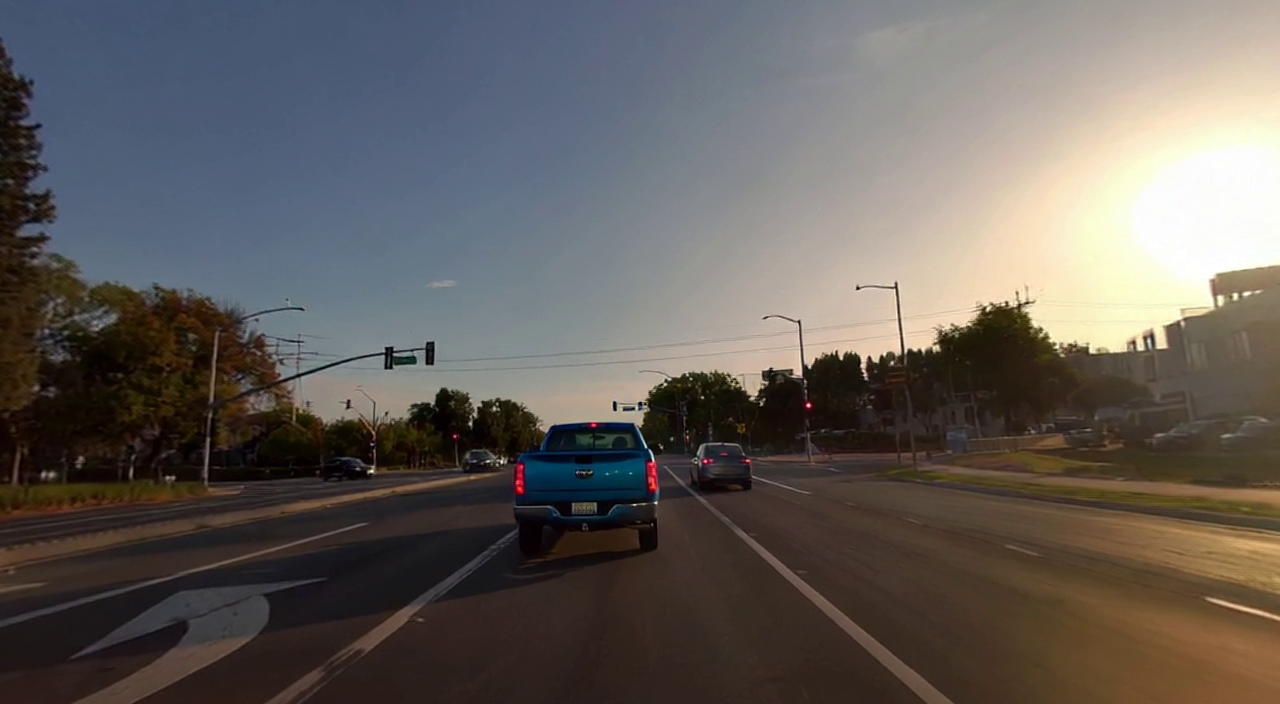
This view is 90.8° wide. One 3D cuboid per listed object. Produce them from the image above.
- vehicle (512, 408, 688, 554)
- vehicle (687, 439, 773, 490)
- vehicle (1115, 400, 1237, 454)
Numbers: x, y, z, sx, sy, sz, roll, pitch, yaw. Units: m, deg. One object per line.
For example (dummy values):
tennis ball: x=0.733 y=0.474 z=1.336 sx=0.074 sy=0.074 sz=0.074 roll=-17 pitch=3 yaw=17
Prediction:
vehicle: x=-0.500 y=1.927 z=10.153 sx=2.145 sy=1.762 sz=4.731 roll=0 pitch=-9 yaw=0
vehicle: x=2.811 y=3.635 z=20.818 sx=2.073 sy=1.484 sz=4.437 roll=0 pitch=-9 yaw=-1
vehicle: x=30.457 y=4.341 z=36.105 sx=2.892 sy=2.881 sz=4.178 roll=2 pitch=-9 yaw=-15
